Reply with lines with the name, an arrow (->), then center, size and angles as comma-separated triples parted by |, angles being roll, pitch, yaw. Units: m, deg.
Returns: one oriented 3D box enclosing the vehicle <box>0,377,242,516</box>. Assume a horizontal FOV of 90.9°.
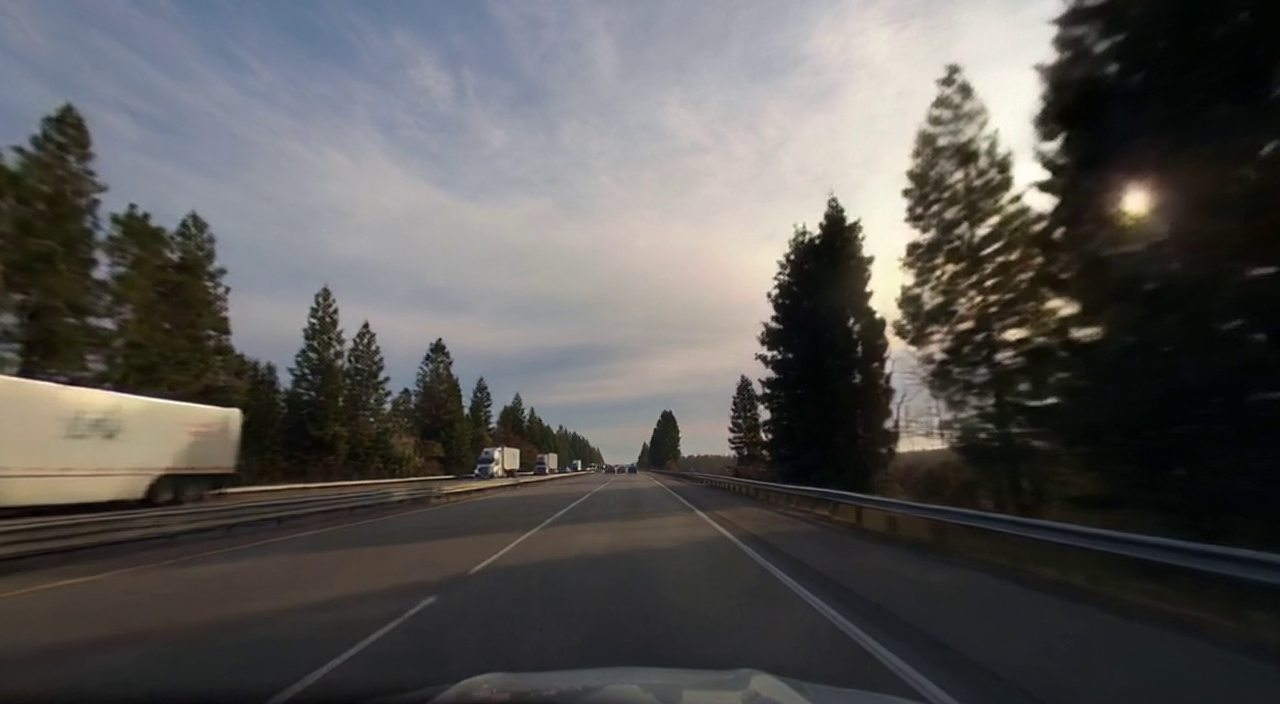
vehicle -> -17.108, 3.169, 20.452 | 2.816, 3.554, 8.526 | 0, -10, -1
